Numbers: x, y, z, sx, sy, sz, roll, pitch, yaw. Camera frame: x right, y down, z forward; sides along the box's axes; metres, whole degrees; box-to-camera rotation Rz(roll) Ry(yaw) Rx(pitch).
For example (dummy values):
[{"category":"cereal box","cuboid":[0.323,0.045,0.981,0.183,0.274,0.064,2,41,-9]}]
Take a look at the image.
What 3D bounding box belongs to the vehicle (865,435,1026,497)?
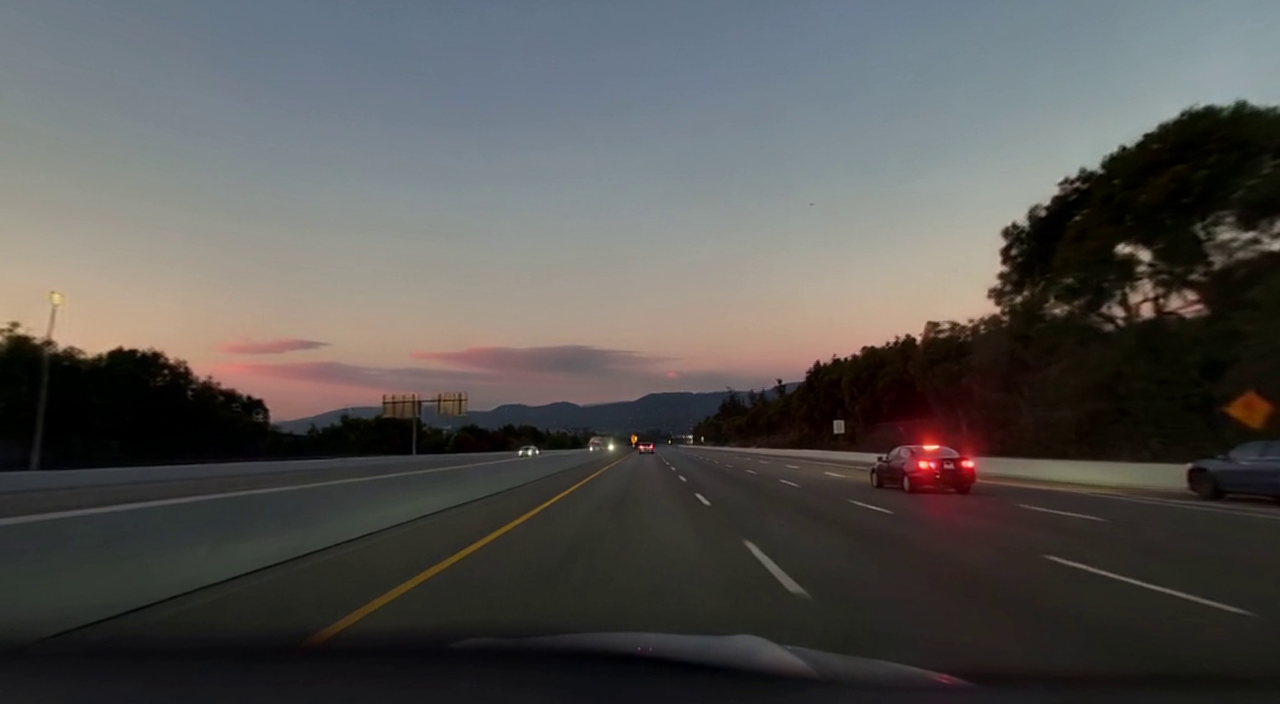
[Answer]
[{"category":"vehicle","cuboid":[8.429,3.177,18.048,2.093,1.525,4.865,0,-8,-1]}]
